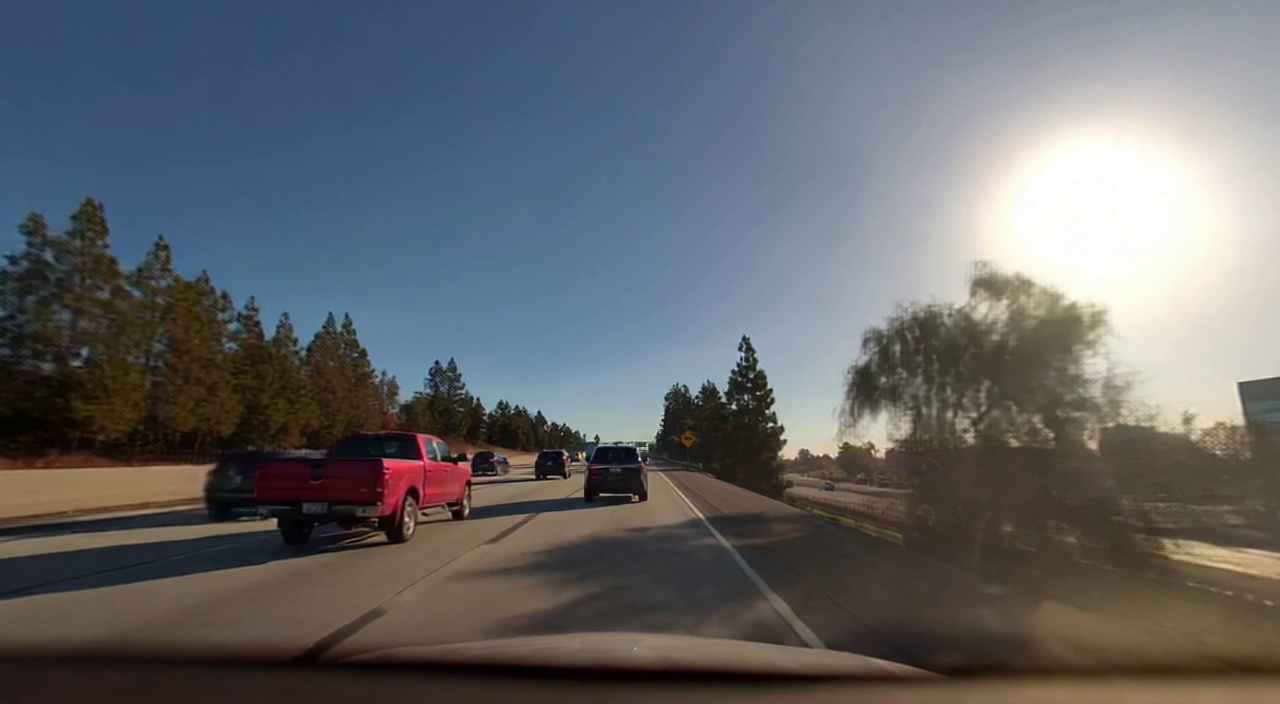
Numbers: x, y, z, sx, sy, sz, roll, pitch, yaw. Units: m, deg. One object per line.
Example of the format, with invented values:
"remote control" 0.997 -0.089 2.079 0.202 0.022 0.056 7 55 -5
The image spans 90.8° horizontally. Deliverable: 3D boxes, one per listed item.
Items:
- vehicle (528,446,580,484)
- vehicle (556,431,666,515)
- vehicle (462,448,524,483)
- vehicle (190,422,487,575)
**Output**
"vehicle" -4.361 5.771 32.659 1.991 1.776 4.333 0 -8 1
"vehicle" -0.566 2.867 15.474 2.293 1.753 4.380 0 -8 1
"vehicle" -7.837 6.074 34.169 2.115 1.705 4.843 0 -8 1
"vehicle" -4.020 2.031 9.744 2.038 1.704 5.181 0 -8 0
